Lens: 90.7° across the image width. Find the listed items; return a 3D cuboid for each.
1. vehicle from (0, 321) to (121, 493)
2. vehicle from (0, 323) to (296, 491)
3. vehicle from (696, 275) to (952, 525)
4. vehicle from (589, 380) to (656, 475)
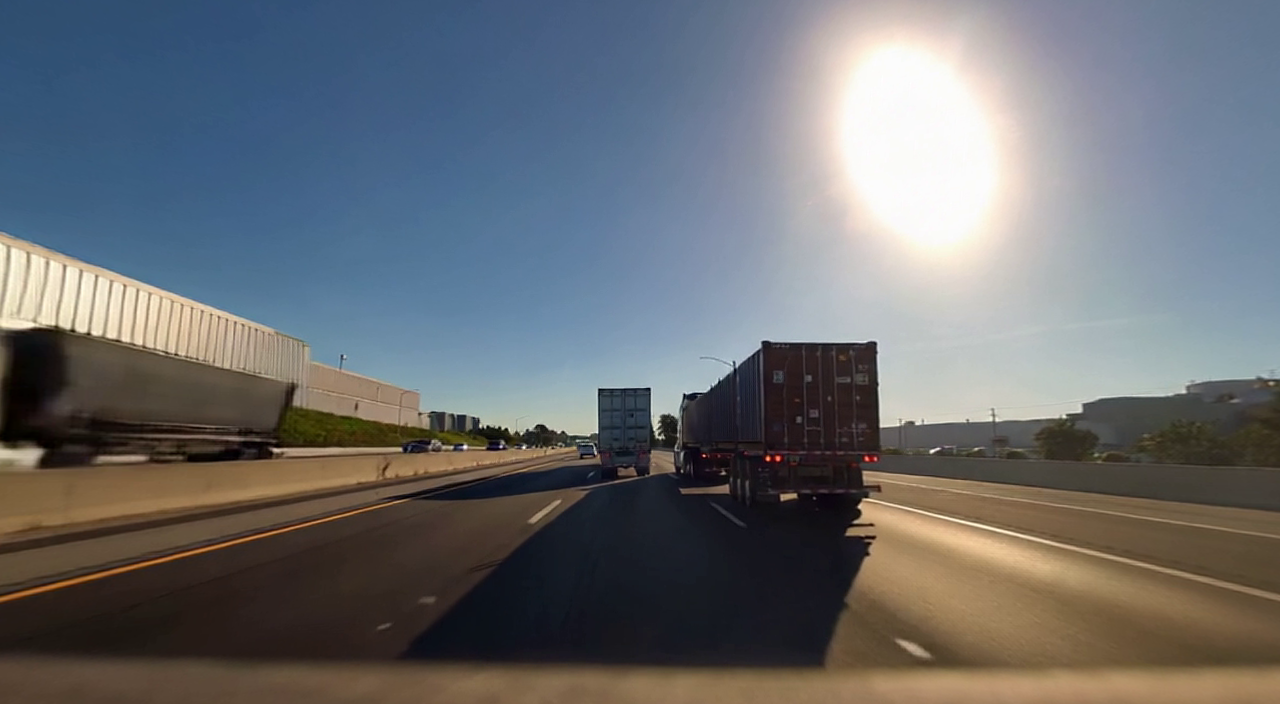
[{"bbox_3d":[-16.432,1.169,13.958,3.035,3.978,8.132,0,-9,-1],"label":"vehicle"},{"bbox_3d":[-16.669,2.252,21.534,2.829,4.021,13.010,0,-9,-1],"label":"vehicle"},{"bbox_3d":[3.499,1.674,16.645,2.803,4.072,12.744,0,-9,0],"label":"vehicle"},{"bbox_3d":[-0.704,4.114,33.147,2.841,4.071,12.046,-1,-8,0],"label":"vehicle"}]
